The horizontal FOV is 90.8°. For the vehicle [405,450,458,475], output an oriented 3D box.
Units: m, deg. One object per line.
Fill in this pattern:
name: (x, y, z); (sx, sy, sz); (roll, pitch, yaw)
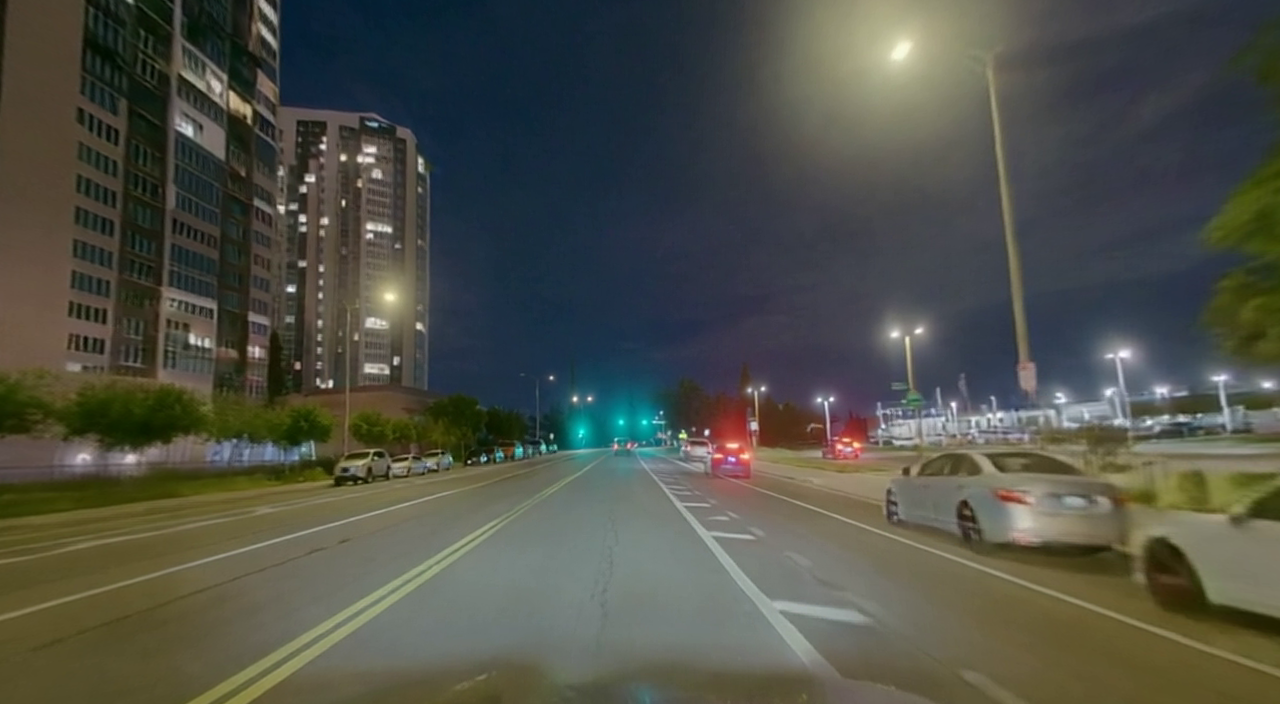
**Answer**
vehicle: (-13.605, 7.208, 41.509); (1.889, 1.461, 4.608); (0, -8, 0)

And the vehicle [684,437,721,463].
vehicle: (4.512, 7.173, 46.348); (2.102, 1.781, 5.470); (0, -8, -1)

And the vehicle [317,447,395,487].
vehicle: (-13.389, 5.419, 30.089); (1.908, 1.694, 4.306); (0, -8, -4)

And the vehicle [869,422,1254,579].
vehicle: (5.053, 1.817, 8.637); (2.069, 1.538, 4.528); (0, -8, -1)

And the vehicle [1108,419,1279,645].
vehicle: (5.143, 1.102, 3.570); (1.797, 1.486, 4.154); (0, -8, 0)

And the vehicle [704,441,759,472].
vehicle: (4.618, 5.335, 32.500); (2.085, 1.466, 4.276); (0, -8, -2)
